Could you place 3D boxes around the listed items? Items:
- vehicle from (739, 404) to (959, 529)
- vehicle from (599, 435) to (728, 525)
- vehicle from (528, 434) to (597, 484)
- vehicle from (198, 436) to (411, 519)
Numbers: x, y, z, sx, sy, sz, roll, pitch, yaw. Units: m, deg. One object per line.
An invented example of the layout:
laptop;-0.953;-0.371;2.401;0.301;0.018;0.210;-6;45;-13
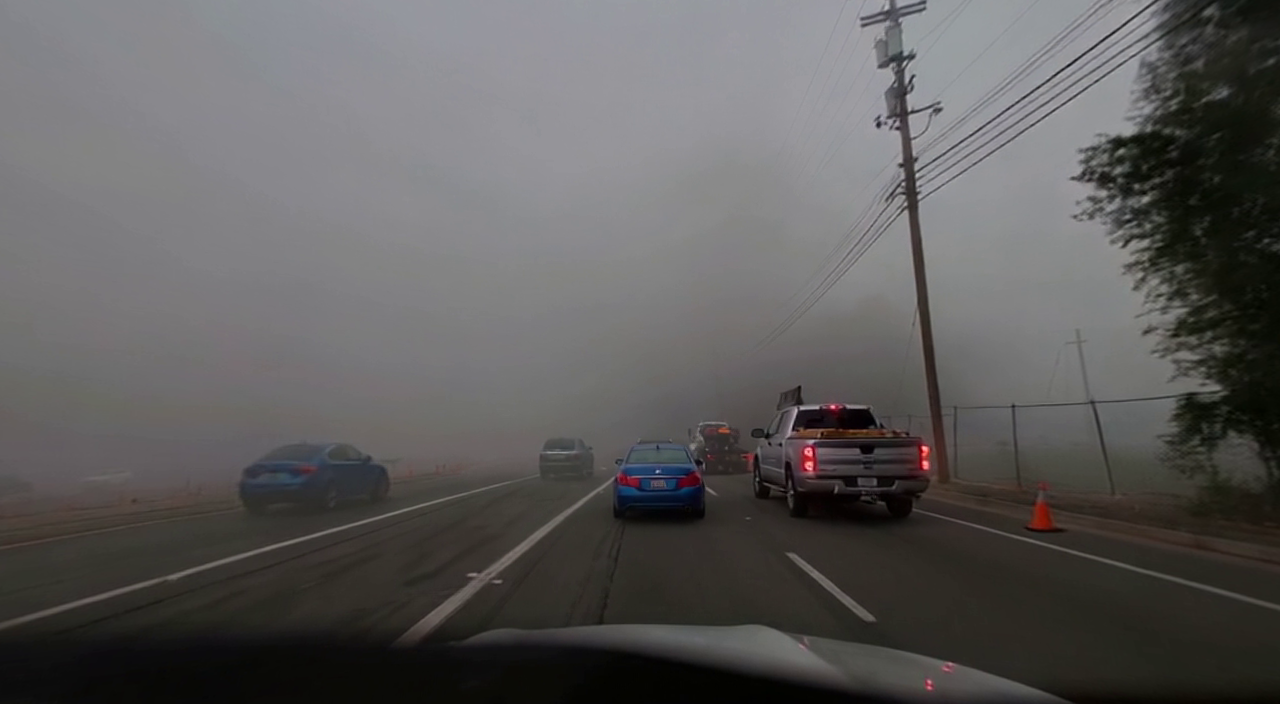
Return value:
vehicle;3.908;2.333;13.479;2.555;2.017;6.201;0;-8;0
vehicle;0.418;2.440;12.656;2.128;1.473;4.272;0;-8;1
vehicle;-2.867;4.055;24.184;1.989;1.729;4.184;0;-8;2
vehicle;-7.041;2.668;14.026;2.018;1.490;4.926;0;-8;0
